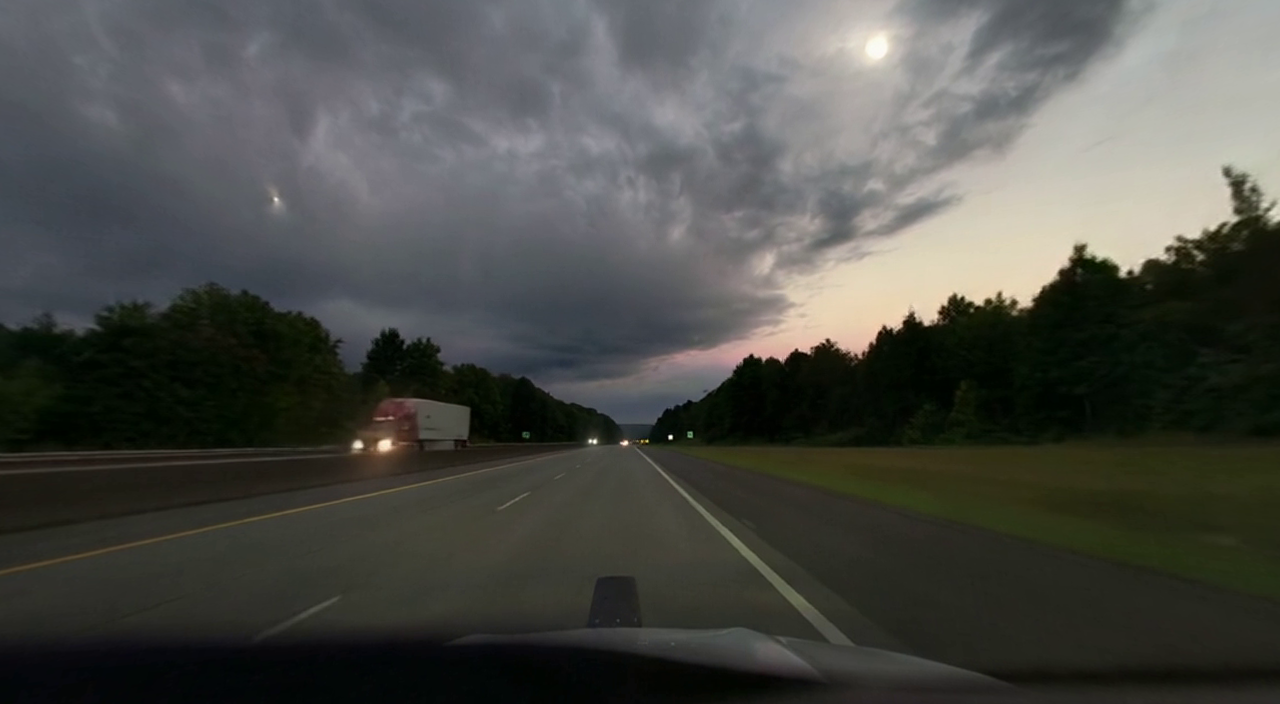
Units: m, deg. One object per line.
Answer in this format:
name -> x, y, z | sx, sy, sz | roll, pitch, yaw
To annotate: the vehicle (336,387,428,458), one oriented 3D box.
vehicle -> -15.418, 4.337, 38.016 | 3.012, 3.928, 5.894 | 0, -8, -1
